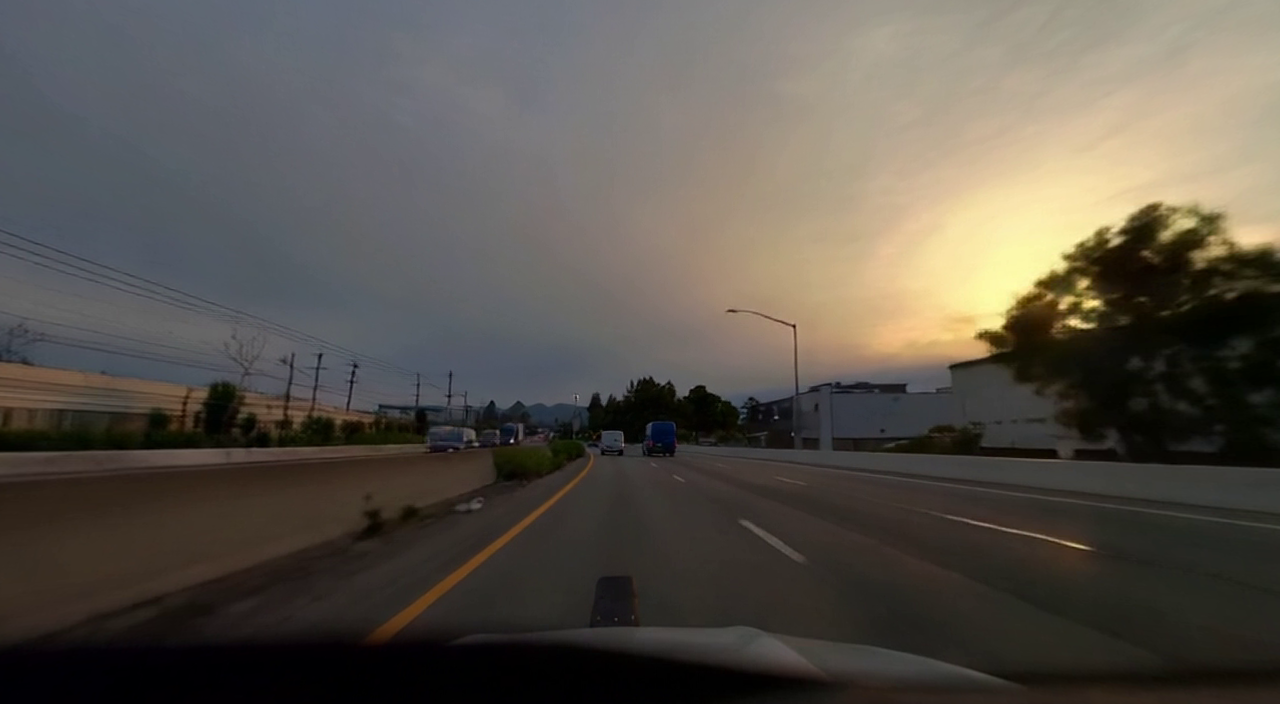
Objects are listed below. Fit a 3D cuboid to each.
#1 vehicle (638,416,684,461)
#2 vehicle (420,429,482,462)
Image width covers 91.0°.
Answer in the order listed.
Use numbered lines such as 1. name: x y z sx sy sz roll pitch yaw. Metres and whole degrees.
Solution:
1. vehicle: 1.466 6.661 48.297 2.713 3.140 6.640 0 -8 -5
2. vehicle: -9.522 4.756 32.083 1.952 1.508 4.321 0 -8 -2
